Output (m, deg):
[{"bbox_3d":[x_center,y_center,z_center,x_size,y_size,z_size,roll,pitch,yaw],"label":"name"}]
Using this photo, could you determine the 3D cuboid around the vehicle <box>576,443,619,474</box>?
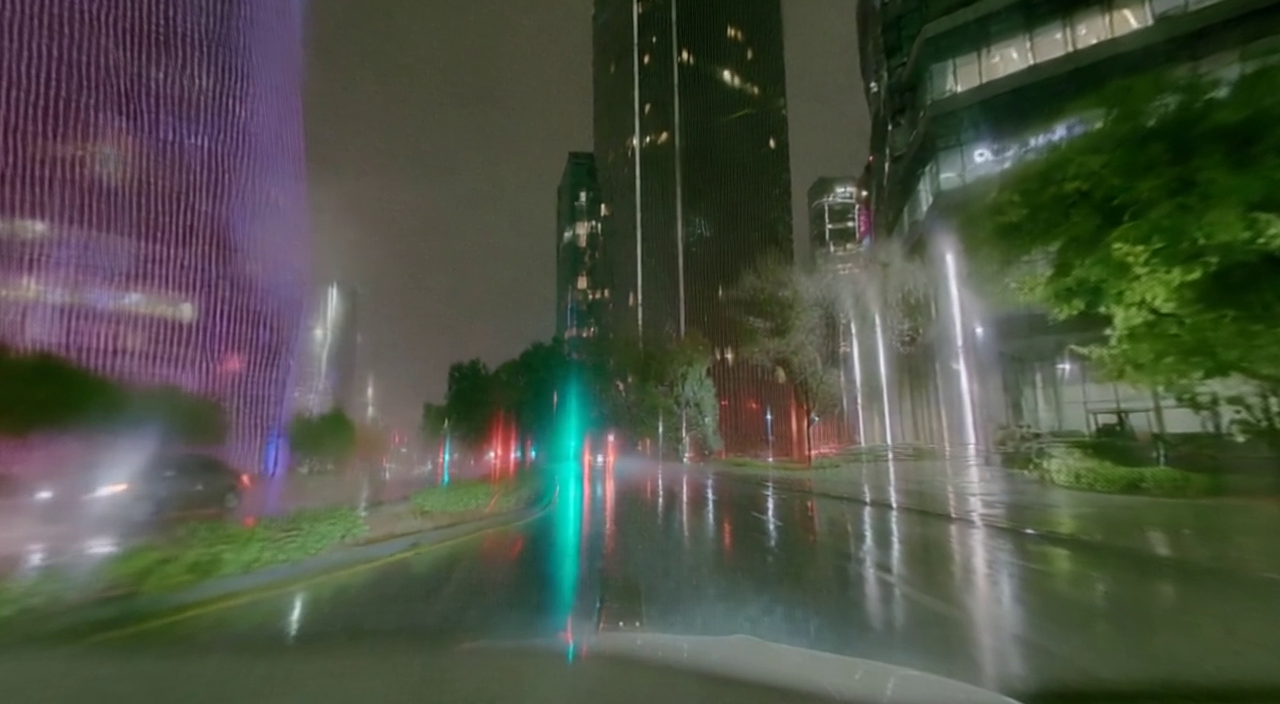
[{"bbox_3d":[-2.798,6.772,40.238,2.129,1.816,4.851,2,-9,-11],"label":"vehicle"}]

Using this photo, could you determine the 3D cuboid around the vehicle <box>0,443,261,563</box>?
[{"bbox_3d":[-8.431,2.275,10.294,2.004,1.549,3.947,0,-8,-1],"label":"vehicle"}]
